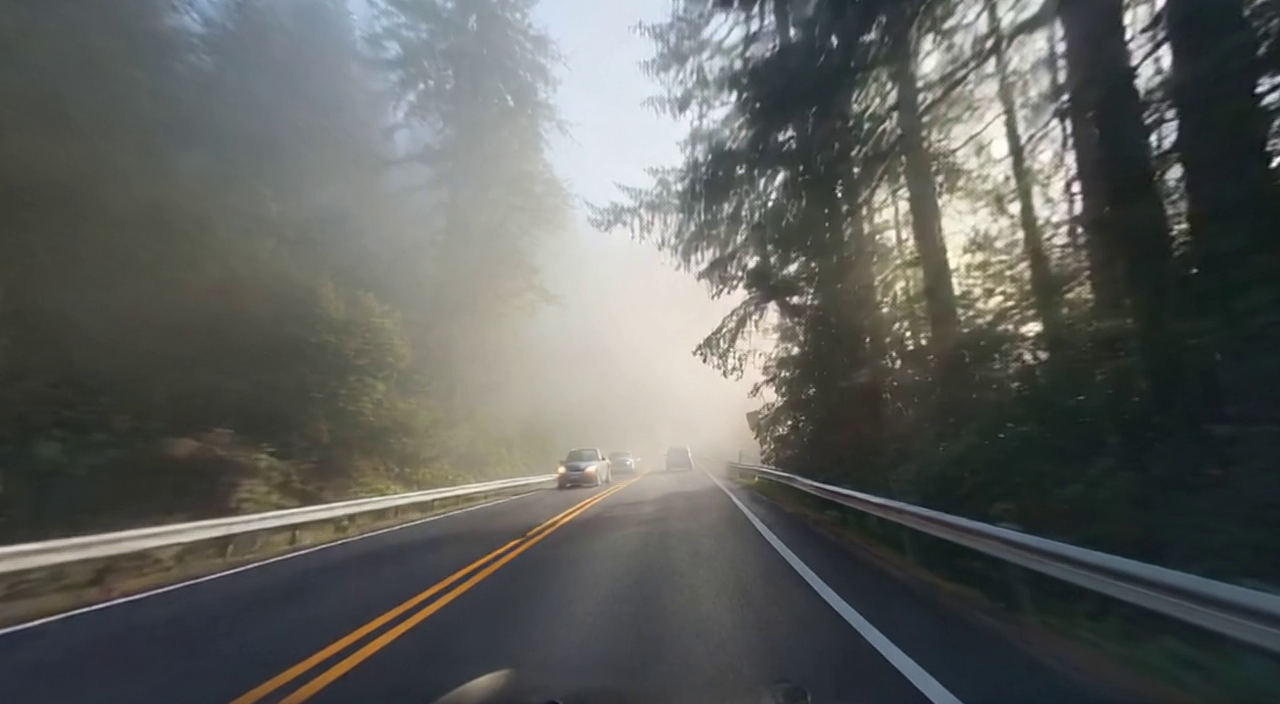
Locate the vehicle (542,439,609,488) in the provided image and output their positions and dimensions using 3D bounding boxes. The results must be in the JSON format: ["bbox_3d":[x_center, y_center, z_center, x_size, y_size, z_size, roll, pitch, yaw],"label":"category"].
[{"bbox_3d":[-2.730,4.852,27.896,2.170,1.872,4.643,1,-8,4],"label":"vehicle"}]

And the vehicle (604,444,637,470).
[{"bbox_3d":[-1.422,7.885,47.741,2.066,1.827,5.178,1,-8,3],"label":"vehicle"}]

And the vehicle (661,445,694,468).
[{"bbox_3d":[2.567,7.252,43.990,2.120,1.491,4.349,1,-8,2],"label":"vehicle"}]
